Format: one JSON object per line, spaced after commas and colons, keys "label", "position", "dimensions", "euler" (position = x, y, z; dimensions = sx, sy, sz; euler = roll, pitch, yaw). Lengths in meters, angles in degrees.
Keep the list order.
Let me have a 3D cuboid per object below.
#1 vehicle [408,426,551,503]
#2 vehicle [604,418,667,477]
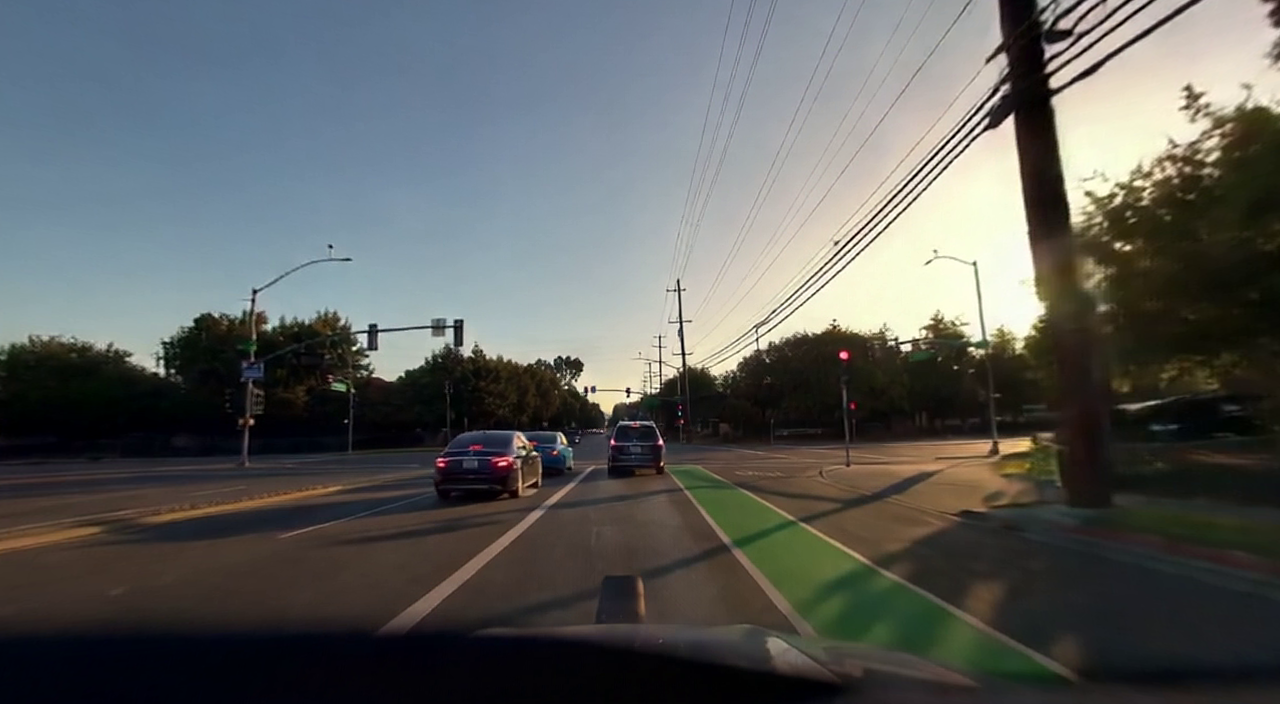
{"label": "vehicle", "position": [-3.591, 2.580, 15.351], "dimensions": [2.138, 1.488, 5.327], "euler": [1, -7, -1]}
{"label": "vehicle", "position": [-0.202, 3.556, 23.483], "dimensions": [2.036, 1.885, 5.196], "euler": [1, -9, -1]}
